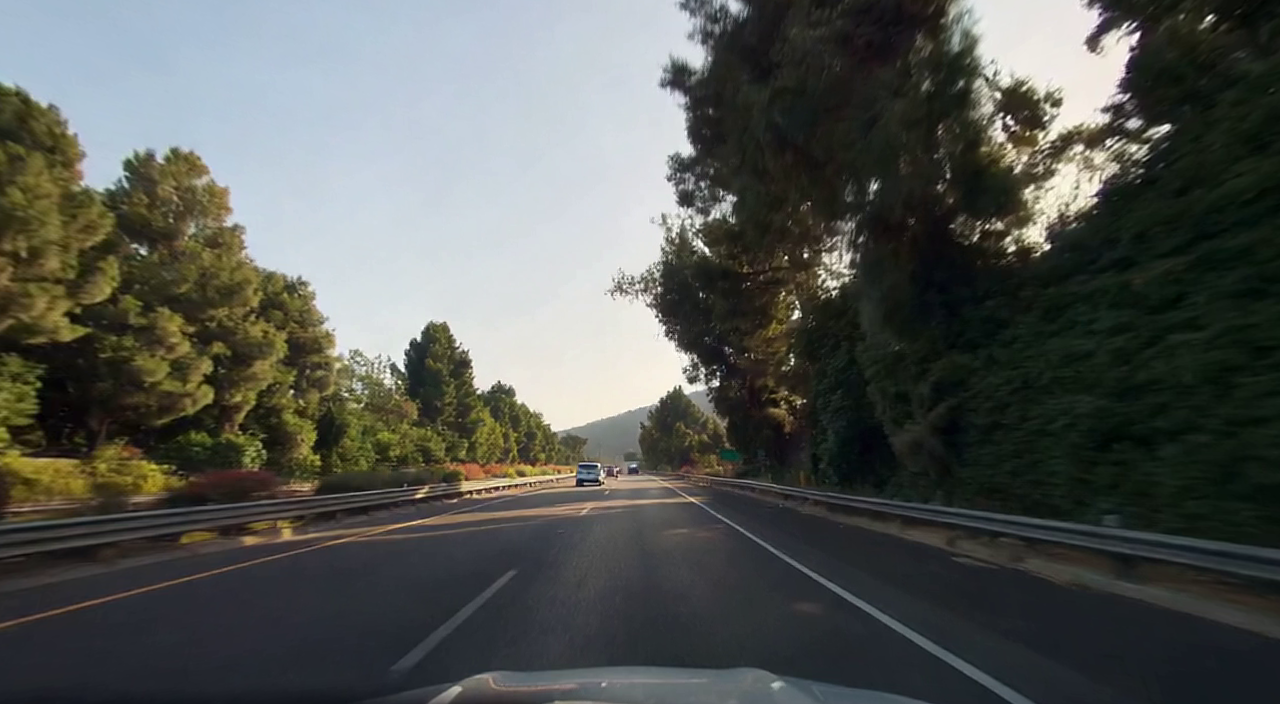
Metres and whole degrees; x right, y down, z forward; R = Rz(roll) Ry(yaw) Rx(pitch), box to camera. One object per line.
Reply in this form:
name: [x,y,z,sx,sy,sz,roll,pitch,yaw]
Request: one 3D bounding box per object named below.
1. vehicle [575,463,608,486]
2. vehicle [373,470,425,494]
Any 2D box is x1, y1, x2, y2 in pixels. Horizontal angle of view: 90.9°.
vehicle: [-3.612,9.295,48.012,2.121,1.664,4.503,1,-10,0]
vehicle: [-15.650,8.427,41.153,1.769,1.448,4.147,1,-10,0]
